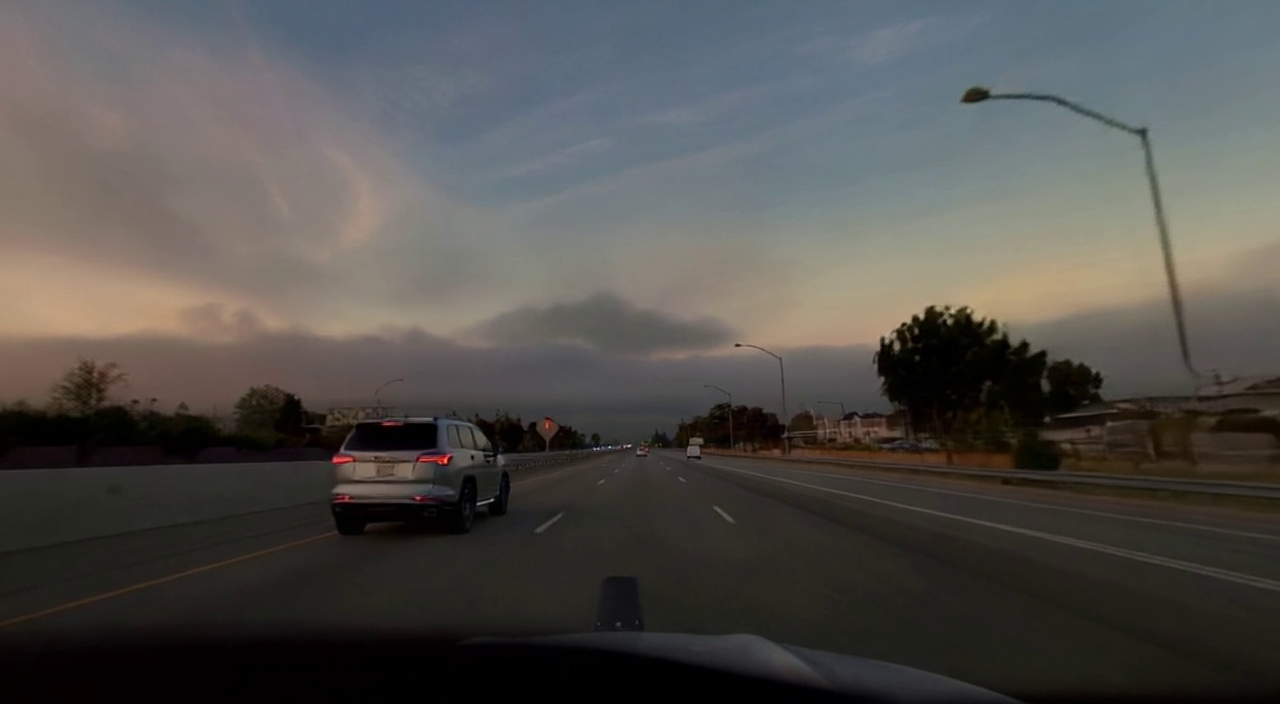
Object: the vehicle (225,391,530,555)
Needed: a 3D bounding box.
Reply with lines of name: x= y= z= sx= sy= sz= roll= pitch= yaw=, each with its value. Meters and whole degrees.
vehicle: x=-3.618 y=1.860 z=10.402 sx=2.431 sy=1.928 sz=5.760 roll=0 pitch=-9 yaw=1
